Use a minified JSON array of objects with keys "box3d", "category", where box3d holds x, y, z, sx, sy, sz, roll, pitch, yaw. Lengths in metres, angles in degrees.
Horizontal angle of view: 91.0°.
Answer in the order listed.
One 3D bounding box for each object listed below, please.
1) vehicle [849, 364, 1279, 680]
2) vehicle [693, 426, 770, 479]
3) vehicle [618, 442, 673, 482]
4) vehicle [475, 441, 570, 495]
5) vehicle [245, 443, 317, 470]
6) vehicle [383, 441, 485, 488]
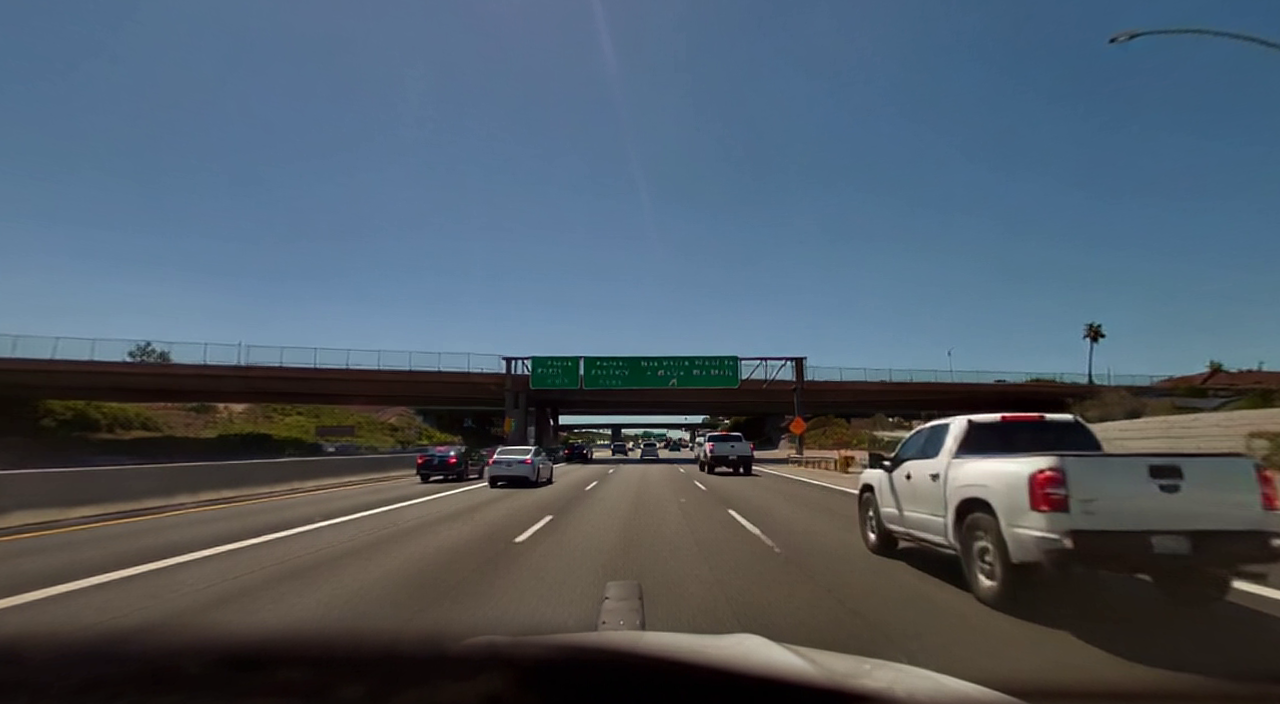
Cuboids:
[{"box3d":[3.652,1.273,5.731,2.045,1.768,4.249,0,-9,0],"category":"vehicle"},{"box3d":[4.035,4.626,29.155,2.802,2.151,6.579,0,-9,2],"category":"vehicle"},{"box3d":[0.244,4.437,25.713,2.071,1.478,4.130,0,-9,1],"category":"vehicle"},{"box3d":[-3.551,3.588,19.869,1.996,1.488,4.451,0,-9,2],"category":"vehicle"},{"box3d":[-23.150,6.767,40.798,1.930,1.620,4.399,-1,-9,3],"category":"vehicle"},{"box3d":[-7.348,4.069,23.022,2.065,1.519,4.491,0,-9,2],"category":"vehicle"}]
